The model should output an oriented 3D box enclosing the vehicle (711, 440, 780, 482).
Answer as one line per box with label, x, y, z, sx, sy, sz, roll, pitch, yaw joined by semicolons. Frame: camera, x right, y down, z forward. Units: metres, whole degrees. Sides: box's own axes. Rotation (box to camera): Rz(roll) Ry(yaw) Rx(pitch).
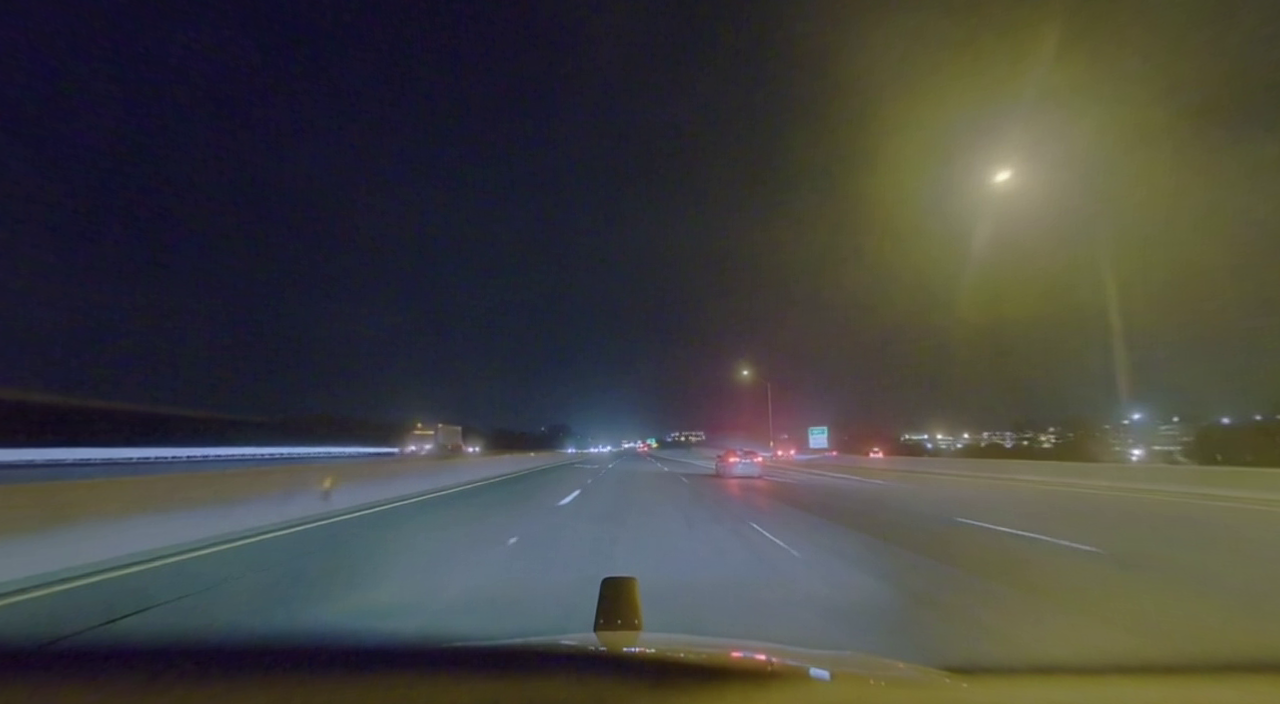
vehicle;4.183;4.418;25.577;1.984;1.540;3.973;0;-9;-1
